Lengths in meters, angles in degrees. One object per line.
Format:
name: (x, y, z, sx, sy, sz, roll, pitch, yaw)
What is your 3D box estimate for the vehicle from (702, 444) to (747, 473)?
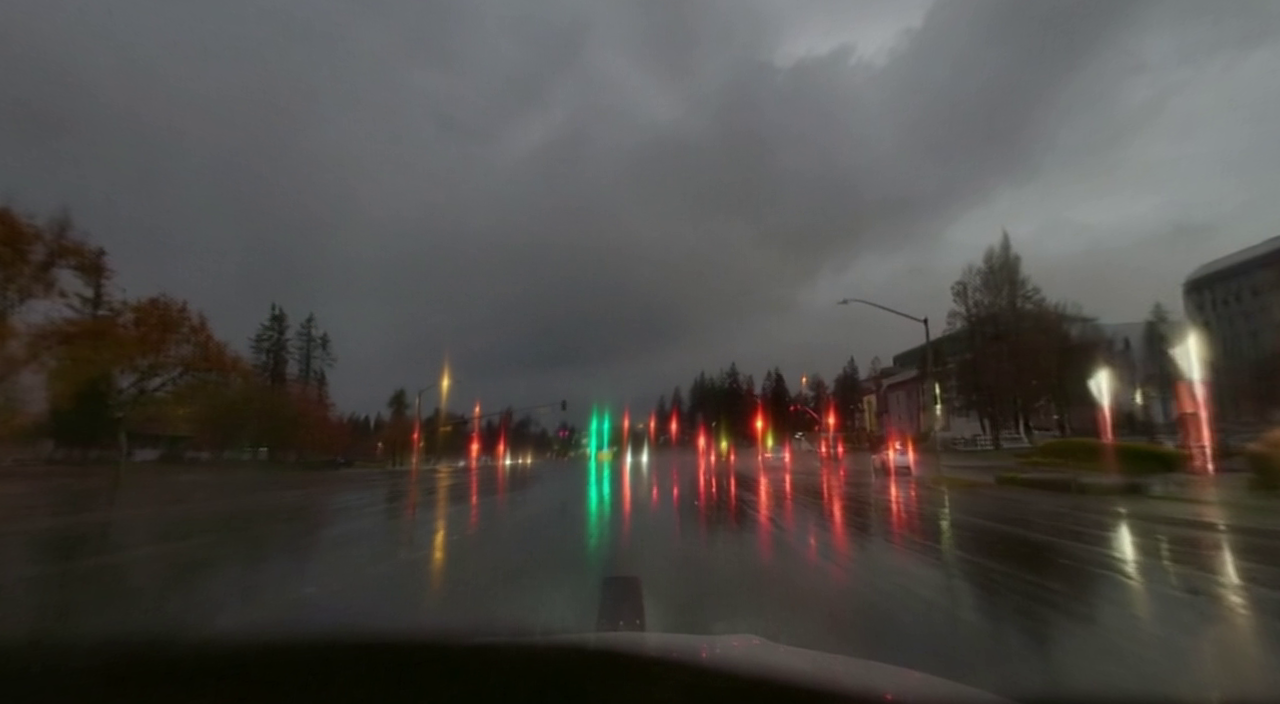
vehicle: (4.694, 5.989, 35.747, 2.133, 1.481, 4.276, -1, -9, 3)
